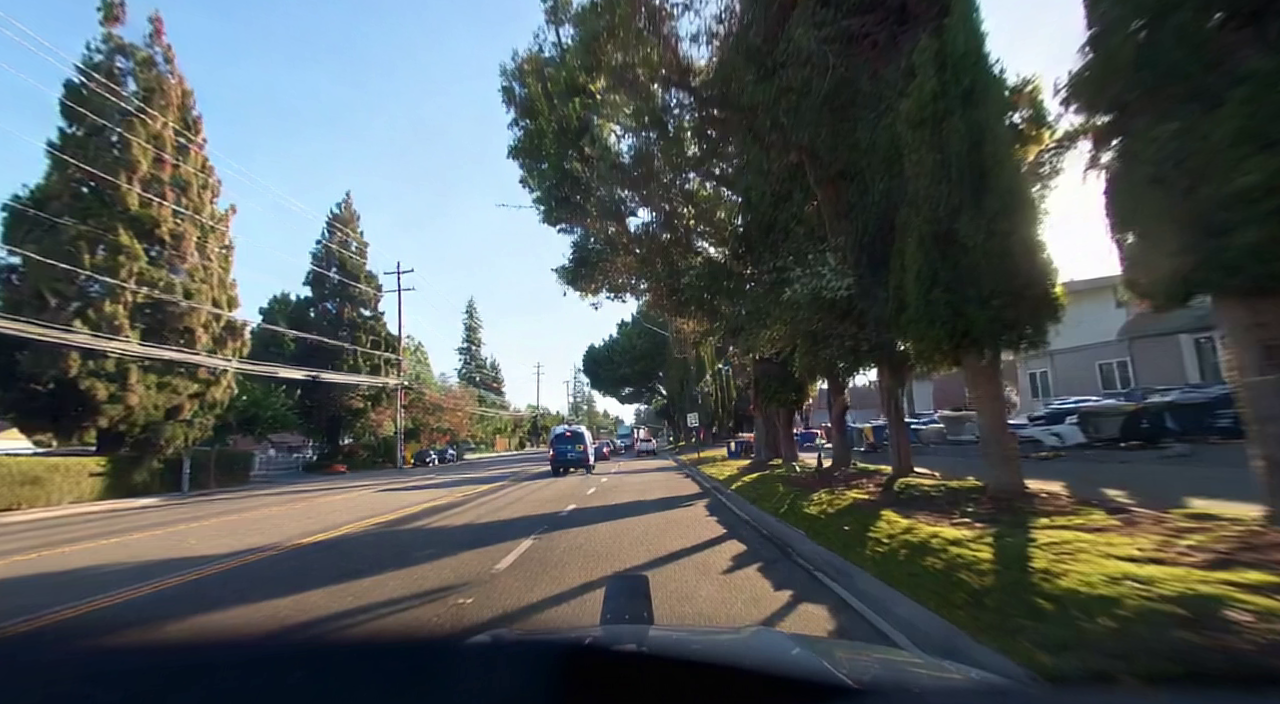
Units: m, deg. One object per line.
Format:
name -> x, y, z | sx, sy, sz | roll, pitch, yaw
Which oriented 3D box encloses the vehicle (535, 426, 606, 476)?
vehicle -> -2.733, 4.070, 26.095 | 2.180, 1.818, 5.117 | 0, -8, 2
